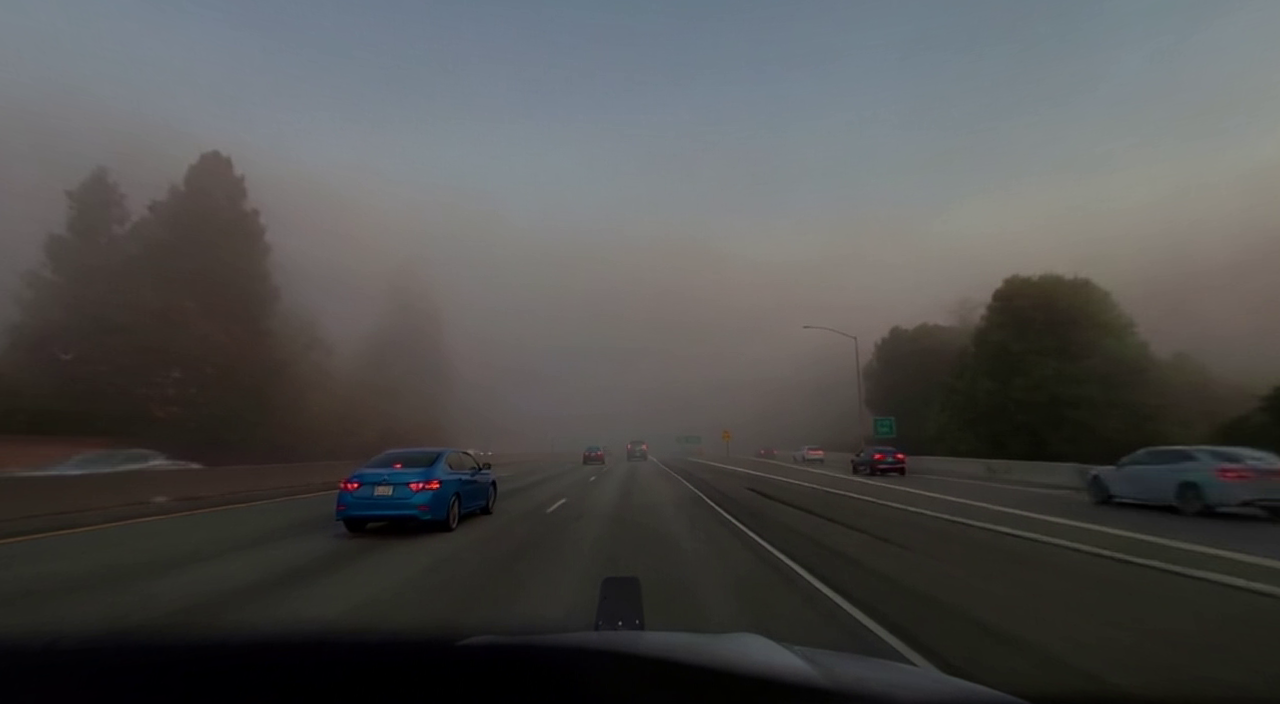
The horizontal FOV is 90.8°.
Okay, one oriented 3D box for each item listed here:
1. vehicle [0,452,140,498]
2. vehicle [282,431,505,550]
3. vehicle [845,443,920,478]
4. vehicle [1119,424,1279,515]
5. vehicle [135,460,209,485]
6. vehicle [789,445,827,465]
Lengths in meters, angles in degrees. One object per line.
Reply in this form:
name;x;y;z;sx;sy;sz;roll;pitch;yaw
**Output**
vehicle;-21.289;4.457;23.310;1.987;1.503;4.474;0;-9;-1
vehicle;-3.712;2.153;10.478;2.020;1.554;4.137;0;-9;0
vehicle;11.416;5.136;30.141;1.940;1.496;4.992;-1;-9;4
vehicle;14.330;2.684;14.802;2.278;1.816;5.666;-1;-9;7
vehicle;-33.198;8.530;45.003;1.835;1.541;4.587;0;-9;-2
vehicle;13.124;8.064;49.652;1.873;1.463;4.937;-1;-9;2
